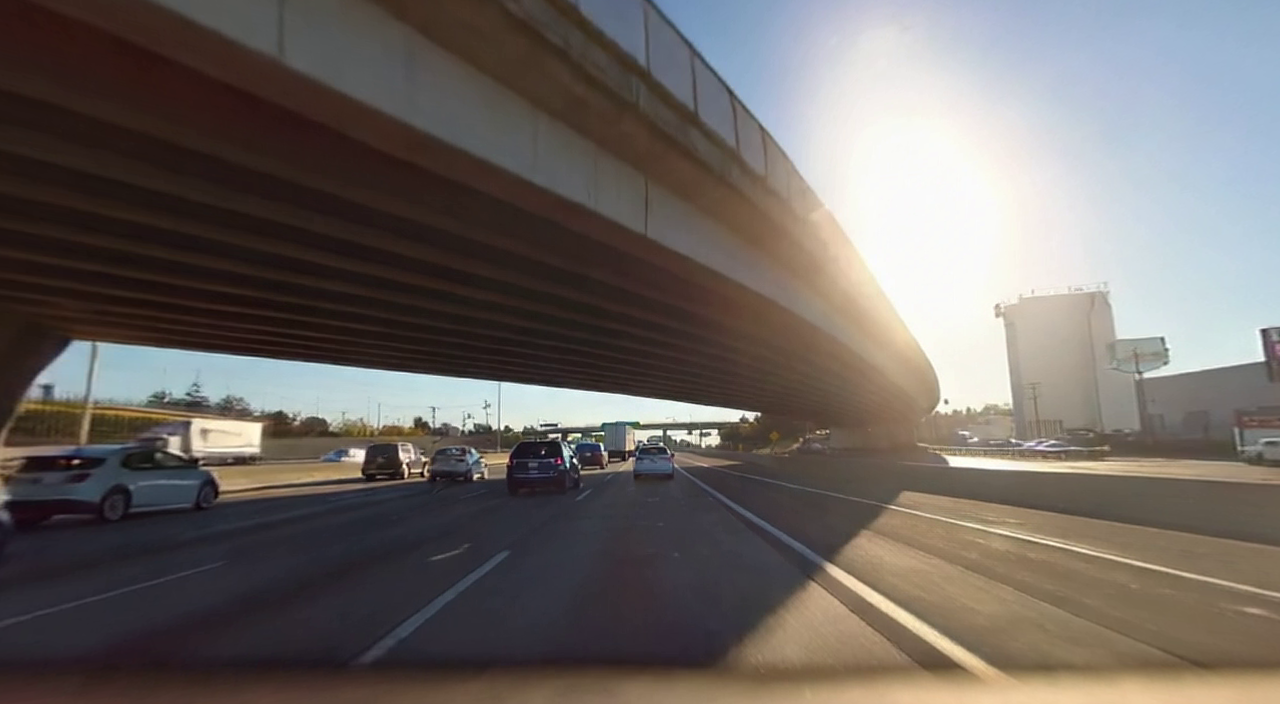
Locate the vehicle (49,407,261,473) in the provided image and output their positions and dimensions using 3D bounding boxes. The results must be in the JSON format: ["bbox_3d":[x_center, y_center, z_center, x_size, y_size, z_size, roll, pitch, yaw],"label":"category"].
[{"bbox_3d":[-26.721,5.075,35.996,2.965,3.126,11.235,0,-8,1],"label":"vehicle"}]

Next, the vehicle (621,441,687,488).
[{"bbox_3d":[0.465,3.875,22.142,2.090,1.474,3.970,0,-8,1],"label":"vehicle"}]

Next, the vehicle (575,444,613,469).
[{"bbox_3d":[-2.916,6.771,40.992,2.048,1.497,4.466,0,-8,2],"label":"vehicle"}]

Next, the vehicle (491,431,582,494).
[{"bbox_3d":[-3.084,3.396,19.734,2.007,1.730,4.412,0,-8,1],"label":"vehicle"}]

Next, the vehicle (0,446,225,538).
[{"bbox_3d":[-10.030,2.474,11.821,1.774,1.408,3.917,0,-8,1],"label":"vehicle"}]

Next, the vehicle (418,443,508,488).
[{"bbox_3d":[-6.329,4.094,23.133,1.933,1.439,4.441,0,-8,1],"label":"vehicle"}]

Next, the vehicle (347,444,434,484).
[{"bbox_3d":[-10.137,4.541,25.977,1.861,1.495,4.007,0,-8,1],"label":"vehicle"}]
